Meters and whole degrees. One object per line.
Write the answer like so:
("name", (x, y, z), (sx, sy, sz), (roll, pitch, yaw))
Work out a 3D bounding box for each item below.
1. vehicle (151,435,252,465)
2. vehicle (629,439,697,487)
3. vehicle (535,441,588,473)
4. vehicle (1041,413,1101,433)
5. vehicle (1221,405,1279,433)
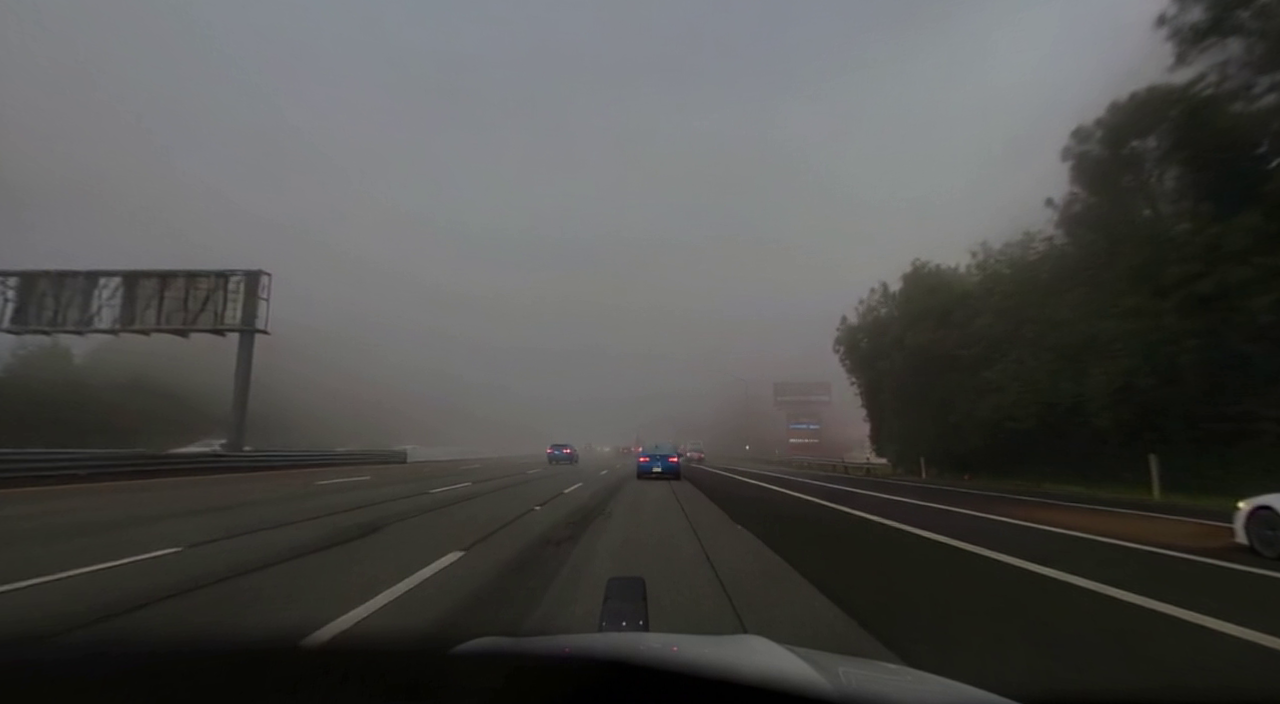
("vehicle", (-25.148, 5.643, 36.464), (1.948, 1.623, 5.279), (0, -8, 2))
("vehicle", (0.754, 3.772, 21.780), (2.113, 1.464, 4.073), (0, -8, 1))
("vehicle", (-4.000, 5.427, 32.868), (2.047, 1.497, 4.208), (0, -8, 2))
("vehicle", (33.417, 5.542, 49.038), (1.782, 1.506, 3.935), (0, -8, -2))
("vehicle", (35.448, 3.728, 34.927), (1.781, 1.456, 4.462), (7, -10, -38))
